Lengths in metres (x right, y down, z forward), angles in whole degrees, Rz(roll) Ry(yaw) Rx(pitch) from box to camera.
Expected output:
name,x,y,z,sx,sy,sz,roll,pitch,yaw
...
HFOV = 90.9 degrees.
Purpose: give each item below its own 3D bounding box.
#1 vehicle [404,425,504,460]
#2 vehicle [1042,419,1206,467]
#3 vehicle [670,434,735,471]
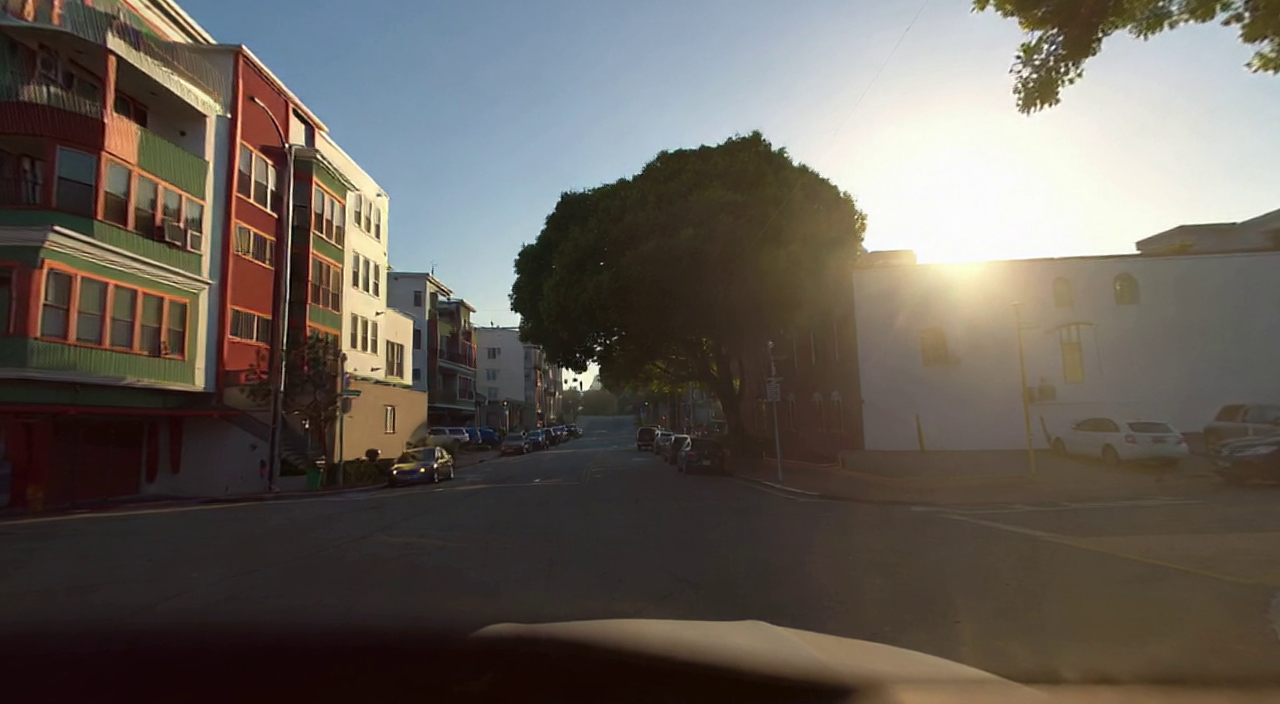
name,x,y,z,sx,sy,sz,roll,pitch,yaw
vehicle,-11.448,5.590,38.874,5.540,1.950,2.113,4,-12,-28
vehicle,15.344,2.919,20.146,3.752,1.453,1.709,0,-9,2
vehicle,2.558,4.313,27.171,2.290,1.456,4.503,0,-8,-1
